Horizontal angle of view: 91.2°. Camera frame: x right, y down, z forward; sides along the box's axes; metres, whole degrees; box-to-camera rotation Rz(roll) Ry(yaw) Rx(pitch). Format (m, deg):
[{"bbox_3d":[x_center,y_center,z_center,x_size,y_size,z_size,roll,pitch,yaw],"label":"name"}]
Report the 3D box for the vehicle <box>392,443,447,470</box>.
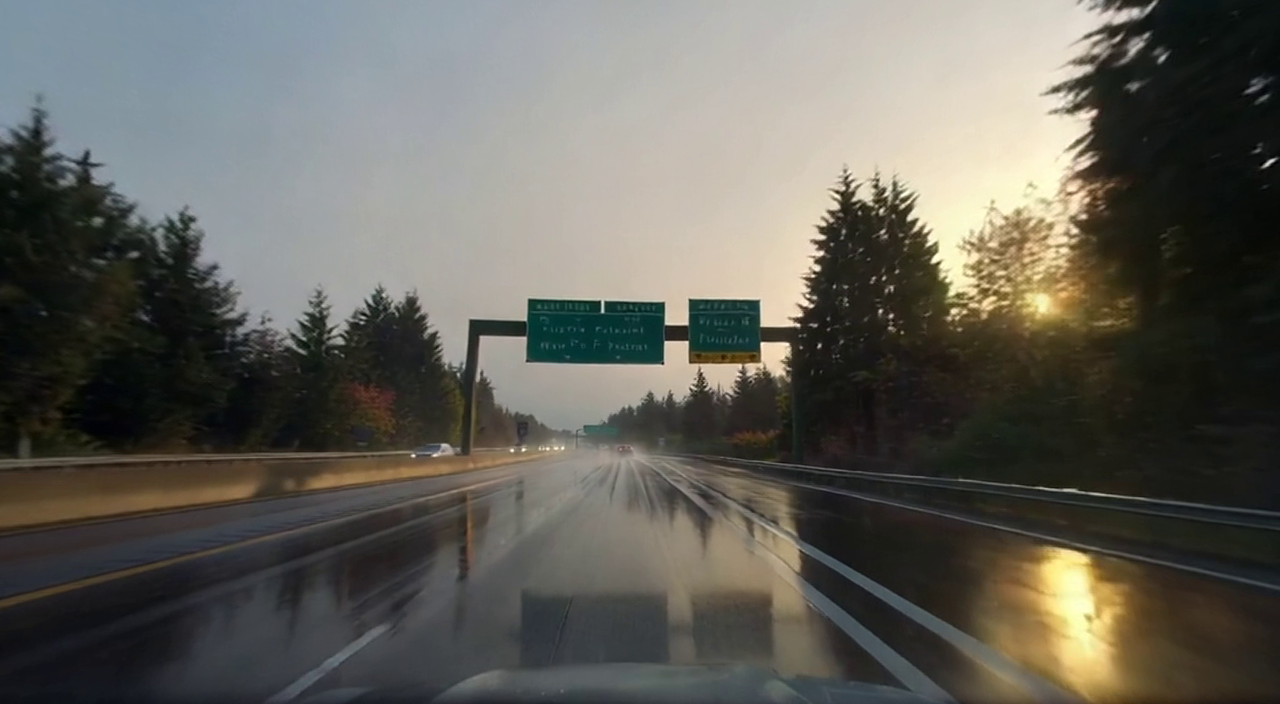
[{"bbox_3d":[-12.883,6.101,36.814,1.788,1.478,3.988,0,-9,0],"label":"vehicle"}]
